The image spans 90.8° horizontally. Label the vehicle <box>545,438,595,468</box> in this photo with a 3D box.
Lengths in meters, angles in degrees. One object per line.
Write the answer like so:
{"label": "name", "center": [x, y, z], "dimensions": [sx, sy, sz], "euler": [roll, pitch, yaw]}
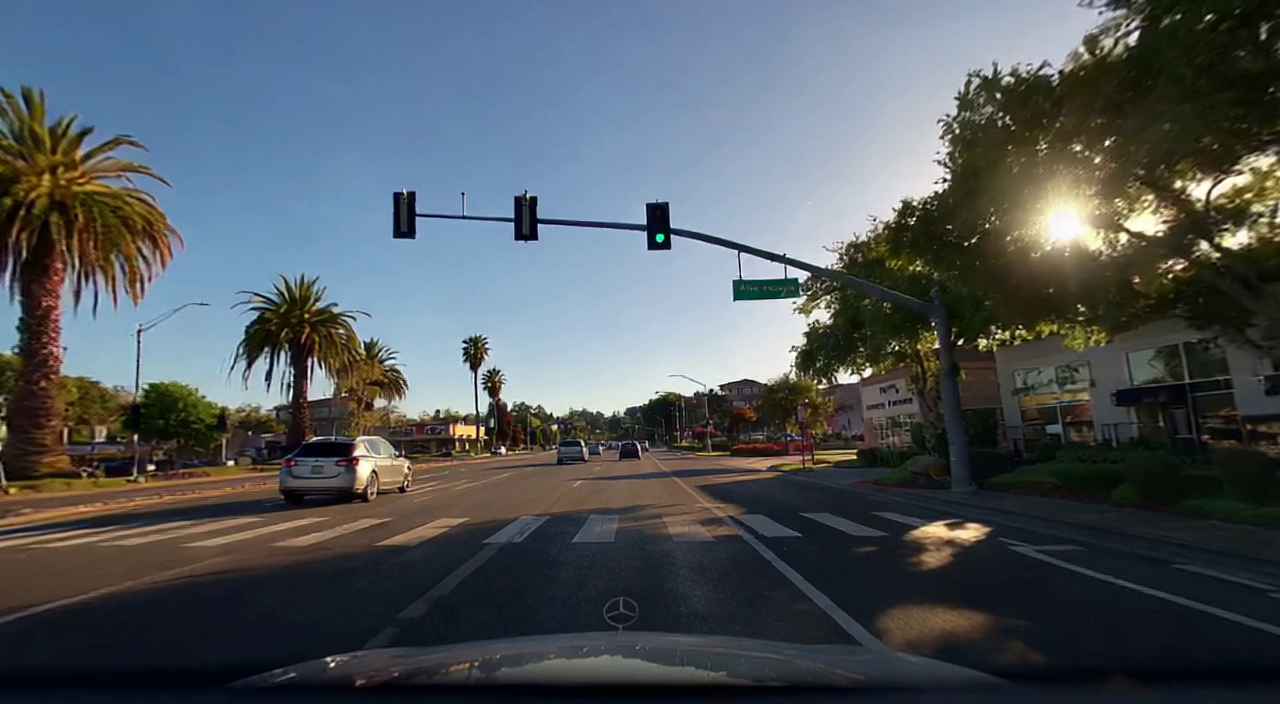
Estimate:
{"label": "vehicle", "center": [-3.602, 5.313, 33.282], "dimensions": [2.181, 1.483, 4.123], "euler": [0, -9, -1]}

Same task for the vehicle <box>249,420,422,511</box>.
{"label": "vehicle", "center": [-6.649, 2.531, 14.464], "dimensions": [2.022, 1.746, 4.406], "euler": [1, -9, -5]}
